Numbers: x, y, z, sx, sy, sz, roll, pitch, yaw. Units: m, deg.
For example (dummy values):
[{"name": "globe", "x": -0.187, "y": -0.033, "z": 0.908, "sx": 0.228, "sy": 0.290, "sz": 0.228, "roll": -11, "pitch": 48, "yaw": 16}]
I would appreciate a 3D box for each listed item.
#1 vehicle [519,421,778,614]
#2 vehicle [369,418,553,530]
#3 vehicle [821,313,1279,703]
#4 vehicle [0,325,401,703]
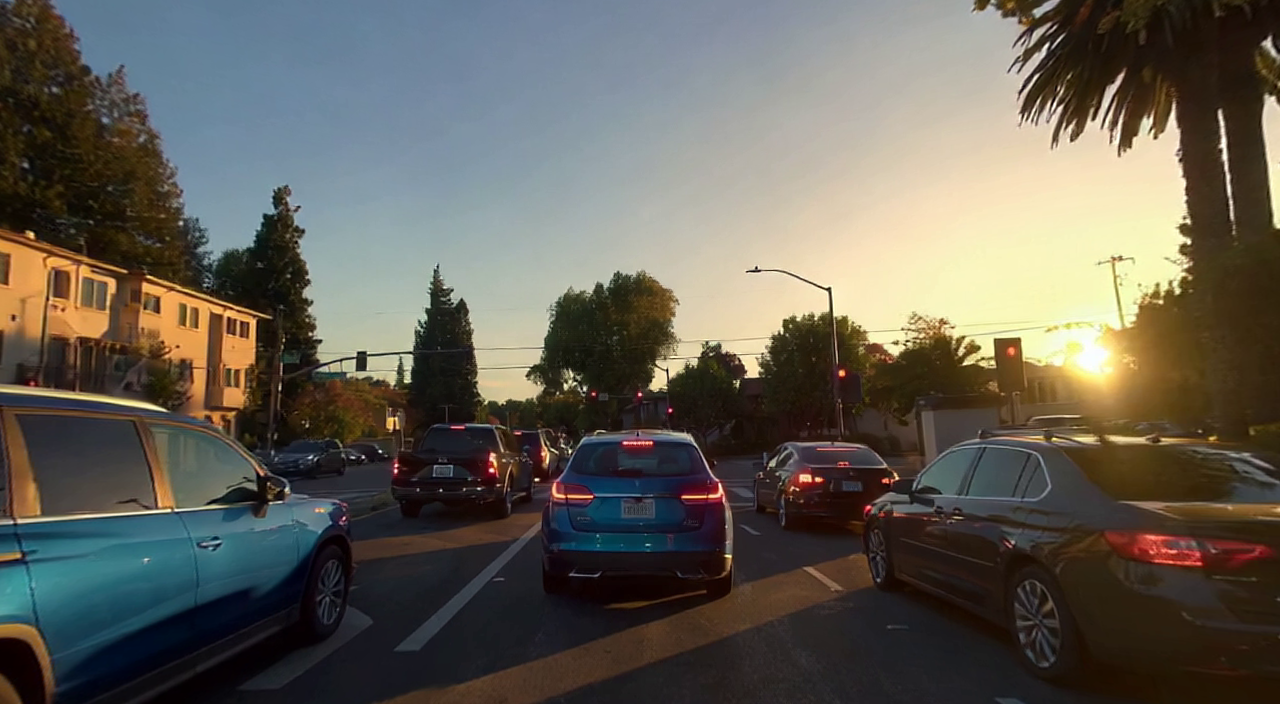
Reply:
[{"name": "vehicle", "x": 0.032, "y": 1.592, "z": 6.983, "sx": 2.021, "sy": 1.490, "sz": 3.948, "roll": 0, "pitch": -8, "yaw": -1}, {"name": "vehicle", "x": -3.182, "y": 2.296, "z": 12.430, "sx": 2.117, "sy": 1.772, "sz": 4.619, "roll": 0, "pitch": -8, "yaw": 2}, {"name": "vehicle", "x": 3.213, "y": 1.103, "z": 4.717, "sx": 2.141, "sy": 1.833, "sz": 4.704, "roll": 0, "pitch": -8, "yaw": -2}, {"name": "vehicle", "x": -3.122, "y": 0.956, "z": 3.298, "sx": 1.982, "sy": 1.721, "sz": 4.261, "roll": 0, "pitch": -8, "yaw": 1}]
